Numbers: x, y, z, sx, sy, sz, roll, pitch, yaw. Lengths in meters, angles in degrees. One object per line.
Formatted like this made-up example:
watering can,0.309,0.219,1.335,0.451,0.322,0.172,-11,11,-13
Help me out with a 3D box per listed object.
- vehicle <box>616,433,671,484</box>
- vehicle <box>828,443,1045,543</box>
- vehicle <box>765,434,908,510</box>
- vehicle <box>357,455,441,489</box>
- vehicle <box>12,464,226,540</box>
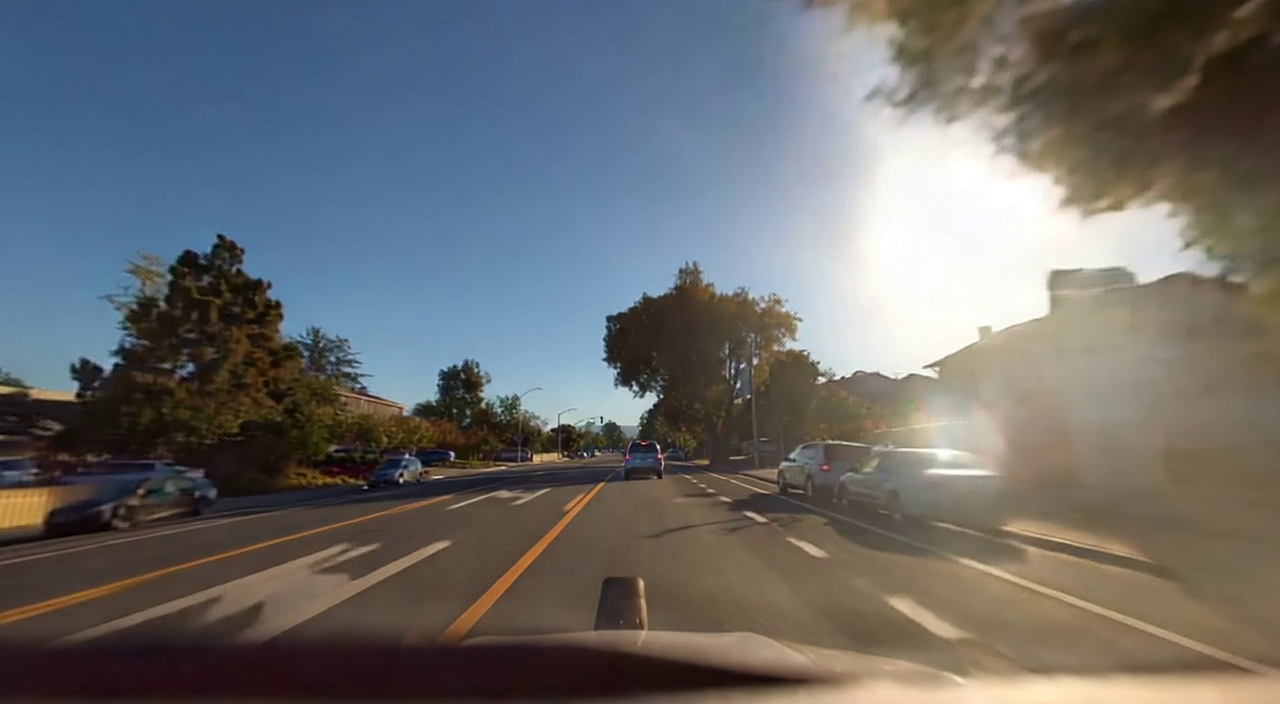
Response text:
vehicle,0.114,4.474,26.867,2.153,1.942,4.767,0,-9,-1
vehicle,5.055,2.423,11.558,1.902,1.472,4.139,0,-9,-1
vehicle,4.958,3.098,16.820,2.153,1.730,4.659,0,-9,-2
vehicle,-12.460,6.221,33.131,2.192,1.541,5.391,0,-9,1
vehicle,-12.260,3.499,15.270,1.920,1.476,3.826,0,-9,-2
